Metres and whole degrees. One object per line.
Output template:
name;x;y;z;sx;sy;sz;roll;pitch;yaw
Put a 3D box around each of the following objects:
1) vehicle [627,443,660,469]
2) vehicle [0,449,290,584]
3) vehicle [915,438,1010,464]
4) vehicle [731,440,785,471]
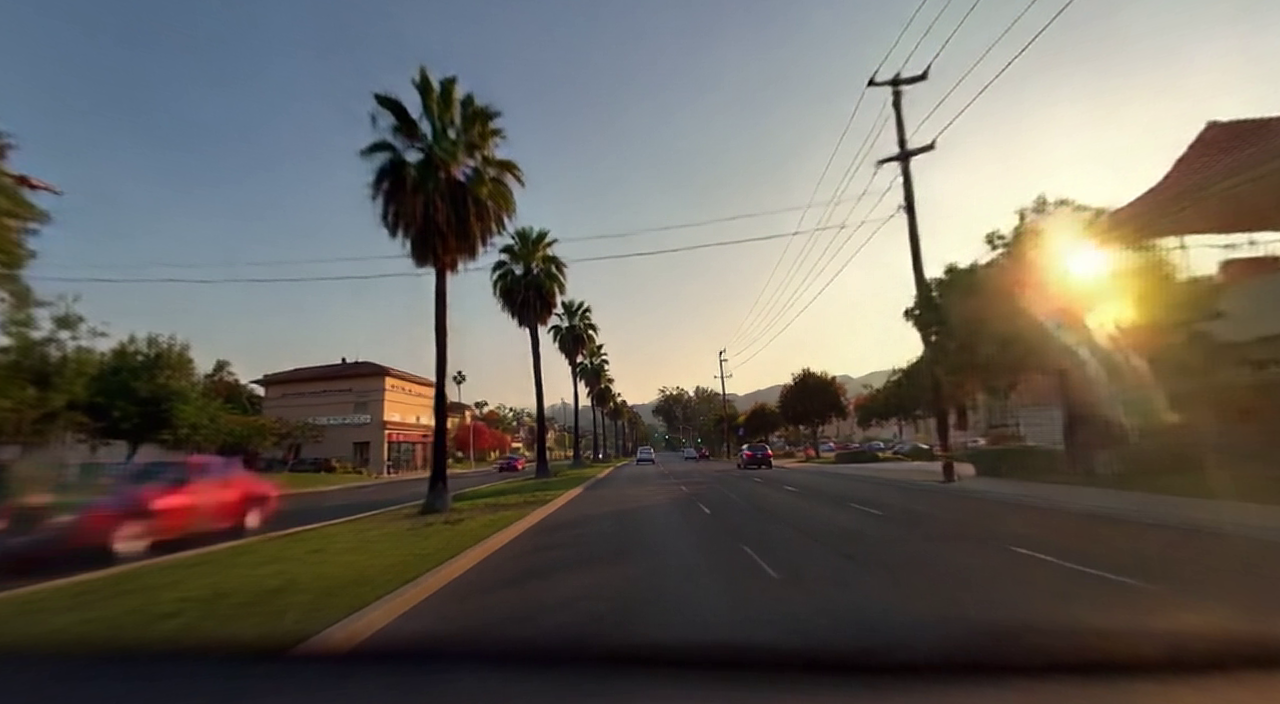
vehicle;0.262;7.103;43.112;2.138;1.702;4.168;0;-9;1
vehicle;-7.753;2.273;9.684;1.959;1.535;4.707;0;-9;1
vehicle;19.908;6.142;39.065;4.768;1.512;1.986;0;-9;1
vehicle;6.816;6.034;36.877;2.252;1.718;4.617;0;-9;0
